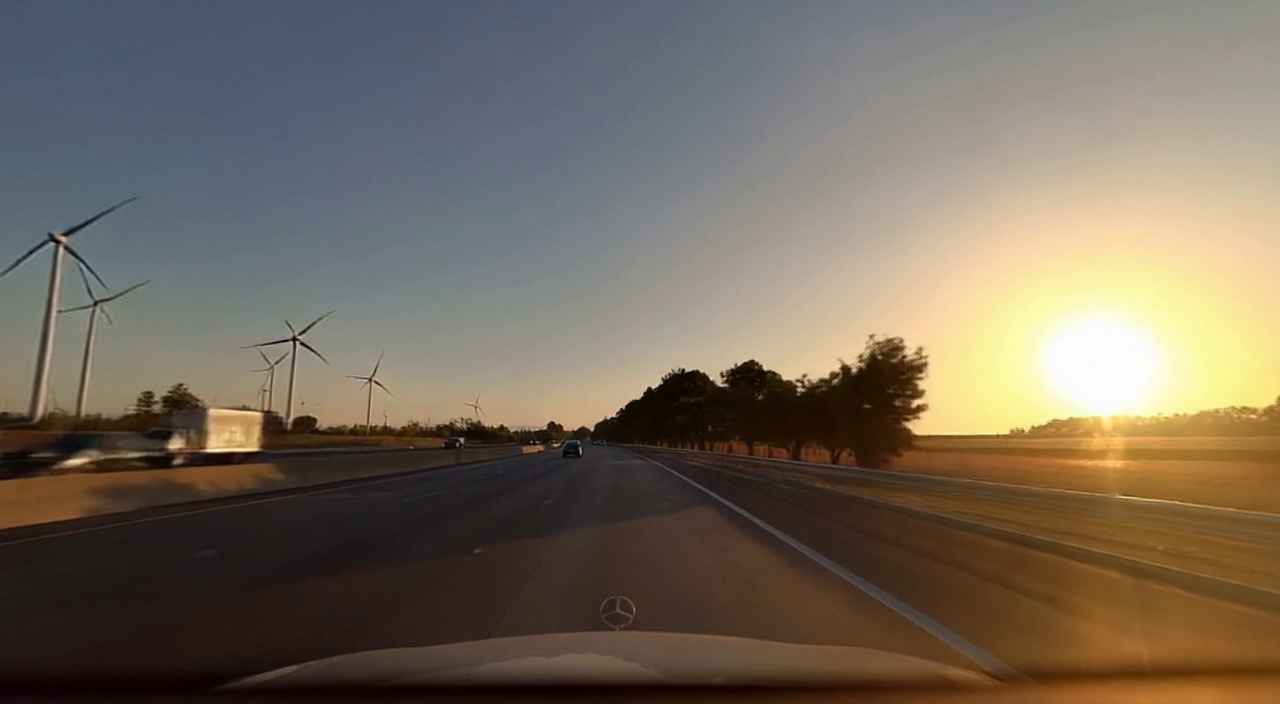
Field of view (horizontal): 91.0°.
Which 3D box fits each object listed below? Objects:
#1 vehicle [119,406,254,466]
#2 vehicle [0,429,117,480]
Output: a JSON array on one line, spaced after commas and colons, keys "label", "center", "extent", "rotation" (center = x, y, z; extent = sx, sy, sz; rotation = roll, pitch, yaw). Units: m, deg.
[{"label": "vehicle", "center": [-24.338, 4.601, 34.286], "extent": [2.540, 2.900, 6.641], "rotation": [0, -8, -2]}, {"label": "vehicle", "center": [-19.636, 3.250, 20.173], "extent": [1.841, 1.471, 4.661], "rotation": [0, -8, -2]}]
